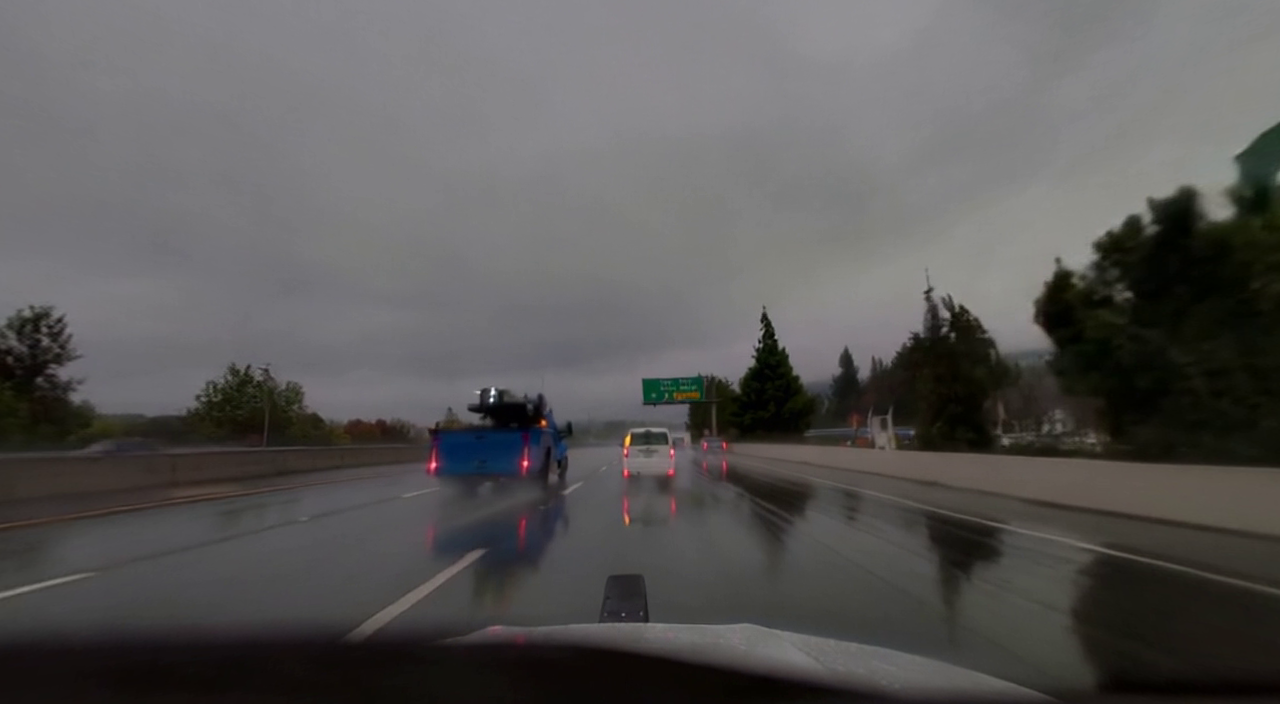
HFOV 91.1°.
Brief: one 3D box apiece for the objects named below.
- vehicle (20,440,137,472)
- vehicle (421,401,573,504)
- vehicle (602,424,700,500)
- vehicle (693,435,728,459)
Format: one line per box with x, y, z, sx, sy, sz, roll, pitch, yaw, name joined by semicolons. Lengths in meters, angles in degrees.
-28.100;5.193;31.637;1.868;1.492;4.301;0;-8;1;vehicle
-3.305;2.516;16.024;2.526;2.146;5.594;0;-8;0;vehicle
0.256;2.768;16.177;2.165;1.653;4.456;0;-8;0;vehicle
5.175;7.054;46.750;2.079;1.656;4.506;0;-8;0;vehicle
